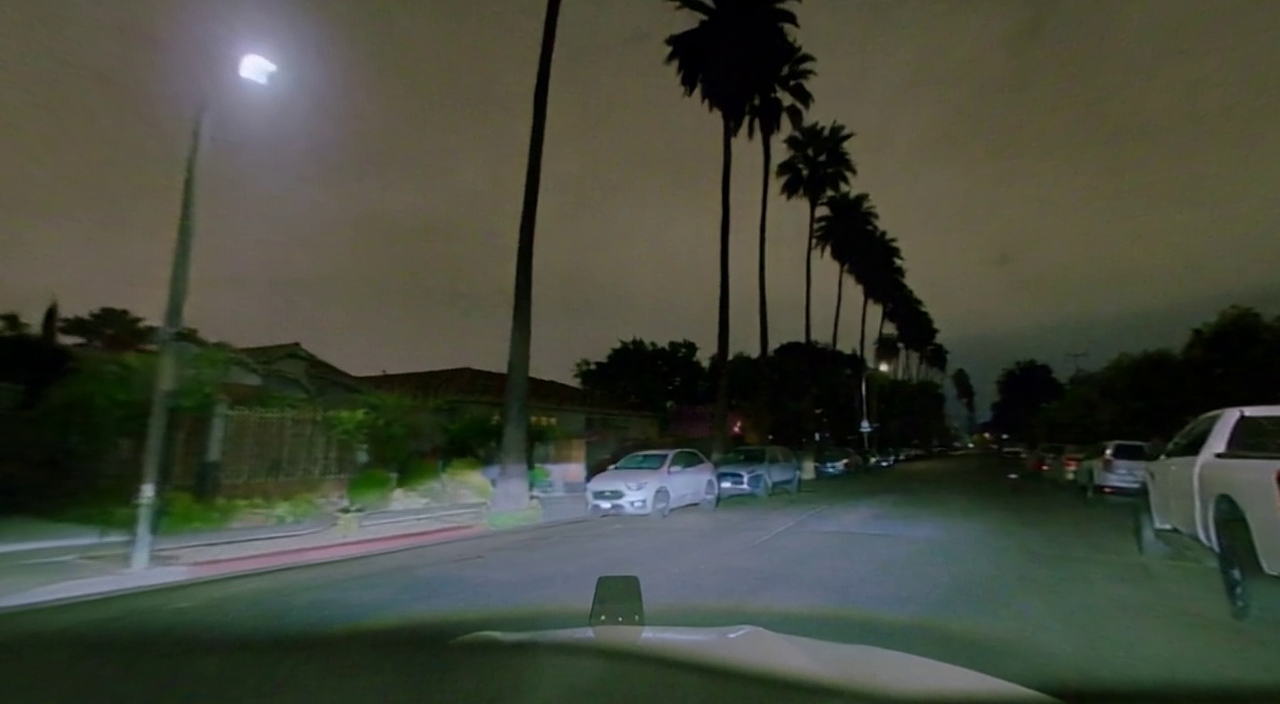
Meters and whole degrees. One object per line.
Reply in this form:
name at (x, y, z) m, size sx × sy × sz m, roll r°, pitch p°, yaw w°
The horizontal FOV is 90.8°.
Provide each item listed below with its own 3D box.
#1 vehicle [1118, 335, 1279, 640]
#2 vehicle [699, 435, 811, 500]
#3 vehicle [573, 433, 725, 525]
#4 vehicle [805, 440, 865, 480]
vehicle at (7.226, 1.306, 6.466) m, size 2.649 × 2.232 × 6.576 m, roll -5°, pitch -9°, yaw 29°
vehicle at (3.929, 3.681, 20.755) m, size 2.020 × 1.819 × 5.168 m, roll -5°, pitch -10°, yaw 28°
vehicle at (0.339, 2.685, 13.947) m, size 1.816 × 1.697 × 3.777 m, roll -4°, pitch -9°, yaw 27°
vehicle at (9.790, 5.359, 31.547) m, size 1.947 × 1.803 × 4.381 m, roll -7°, pitch -11°, yaw 27°
